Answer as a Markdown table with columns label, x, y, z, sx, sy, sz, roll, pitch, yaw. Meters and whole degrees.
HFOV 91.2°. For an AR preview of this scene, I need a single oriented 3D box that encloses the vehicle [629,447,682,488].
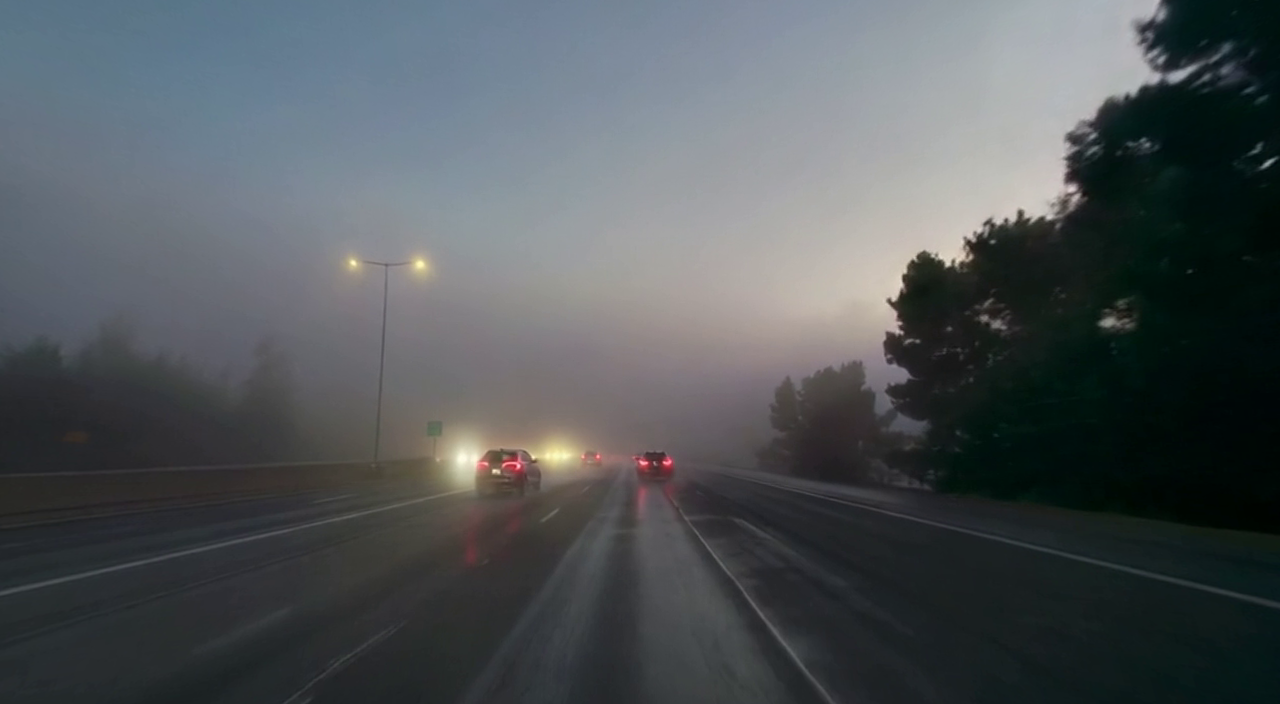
| label | x | y | z | sx | sy | sz | roll | pitch | yaw |
| --- | --- | --- | --- | --- | --- | --- | --- | --- | --- |
| vehicle | 0.580 | 4.678 | 25.733 | 2.015 | 1.526 | 4.286 | 0 | -9 | 0 |

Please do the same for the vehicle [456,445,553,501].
| label | x | y | z | sx | sy | sz | roll | pitch | yaw |
| --- | --- | --- | --- | --- | --- | --- | --- | --- | --- |
| vehicle | -3.960 | 3.612 | 19.125 | 1.940 | 1.502 | 4.463 | 0 | -9 | 1 |

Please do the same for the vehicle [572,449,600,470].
| label | x | y | z | sx | sy | sz | roll | pitch | yaw |
| --- | --- | --- | --- | --- | --- | --- | --- | --- | --- |
| vehicle | -4.066 | 8.122 | 47.594 | 1.837 | 1.530 | 3.844 | 0 | -9 | 0 |
